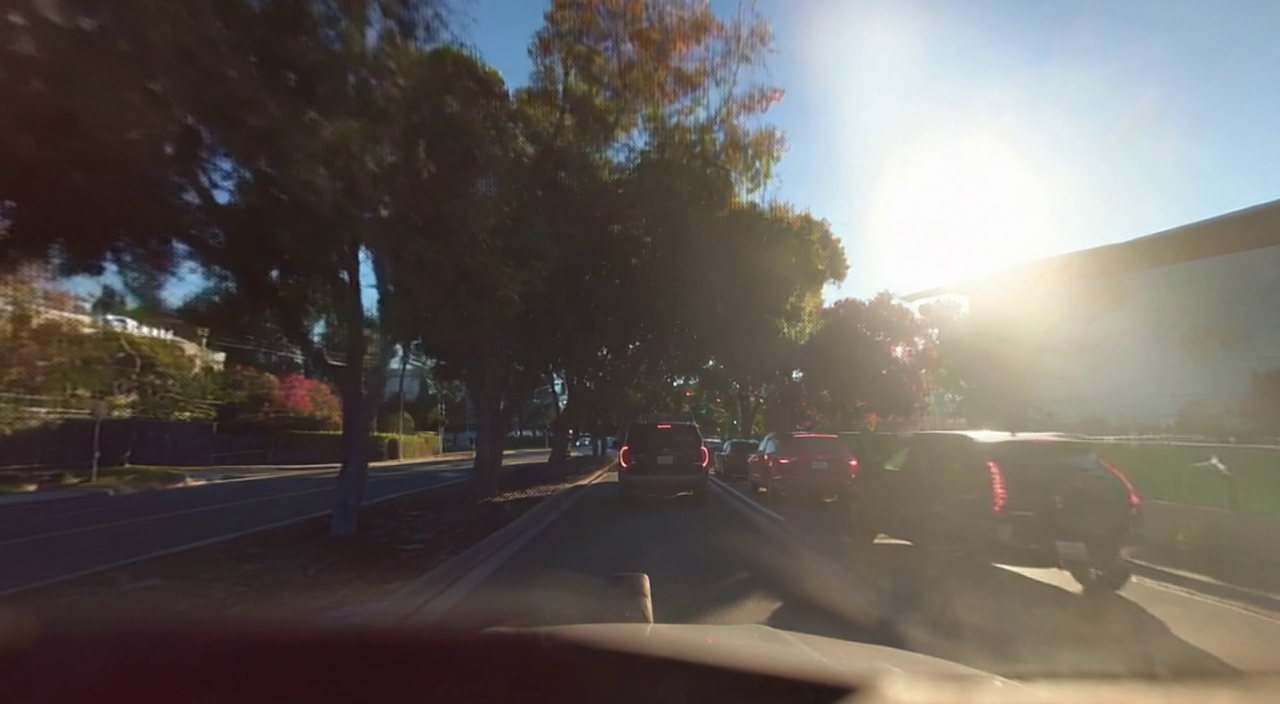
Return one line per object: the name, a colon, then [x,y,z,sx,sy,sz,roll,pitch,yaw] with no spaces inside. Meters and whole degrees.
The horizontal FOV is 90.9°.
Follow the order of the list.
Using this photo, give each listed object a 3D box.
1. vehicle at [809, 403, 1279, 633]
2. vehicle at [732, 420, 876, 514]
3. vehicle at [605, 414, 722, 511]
vehicle: [3.682,1.605,7.201,2.138,1.699,4.852,0,-9,0]
vehicle: [3.835,2.816,15.933,2.238,1.958,5.250,0,-9,1]
vehicle: [0.526,2.585,15.074,2.386,1.947,4.168,-1,-9,1]
